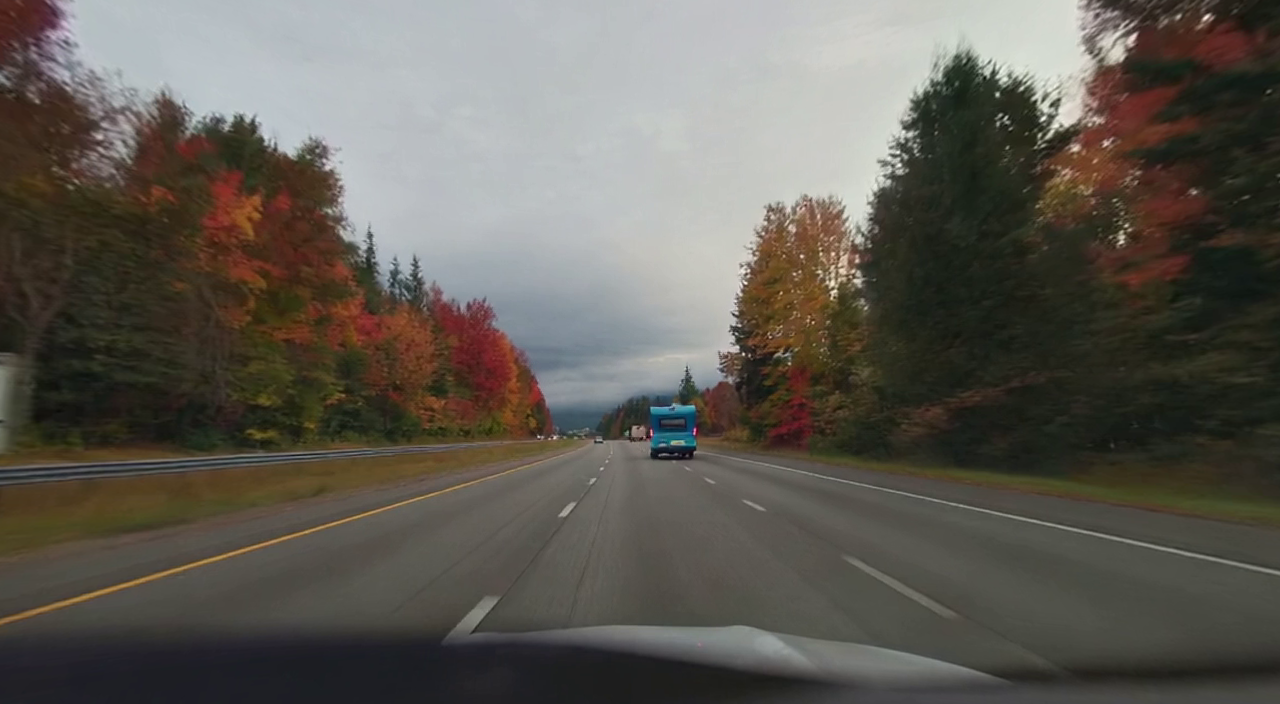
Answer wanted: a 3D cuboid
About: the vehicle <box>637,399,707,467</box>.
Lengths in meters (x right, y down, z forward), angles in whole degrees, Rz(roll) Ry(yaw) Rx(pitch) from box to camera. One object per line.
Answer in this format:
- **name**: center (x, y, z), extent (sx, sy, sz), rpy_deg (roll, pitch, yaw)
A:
- **vehicle**: center (1.365, 3.954, 30.587), extent (2.815, 2.876, 7.101), rpy_deg (0, -8, -2)
